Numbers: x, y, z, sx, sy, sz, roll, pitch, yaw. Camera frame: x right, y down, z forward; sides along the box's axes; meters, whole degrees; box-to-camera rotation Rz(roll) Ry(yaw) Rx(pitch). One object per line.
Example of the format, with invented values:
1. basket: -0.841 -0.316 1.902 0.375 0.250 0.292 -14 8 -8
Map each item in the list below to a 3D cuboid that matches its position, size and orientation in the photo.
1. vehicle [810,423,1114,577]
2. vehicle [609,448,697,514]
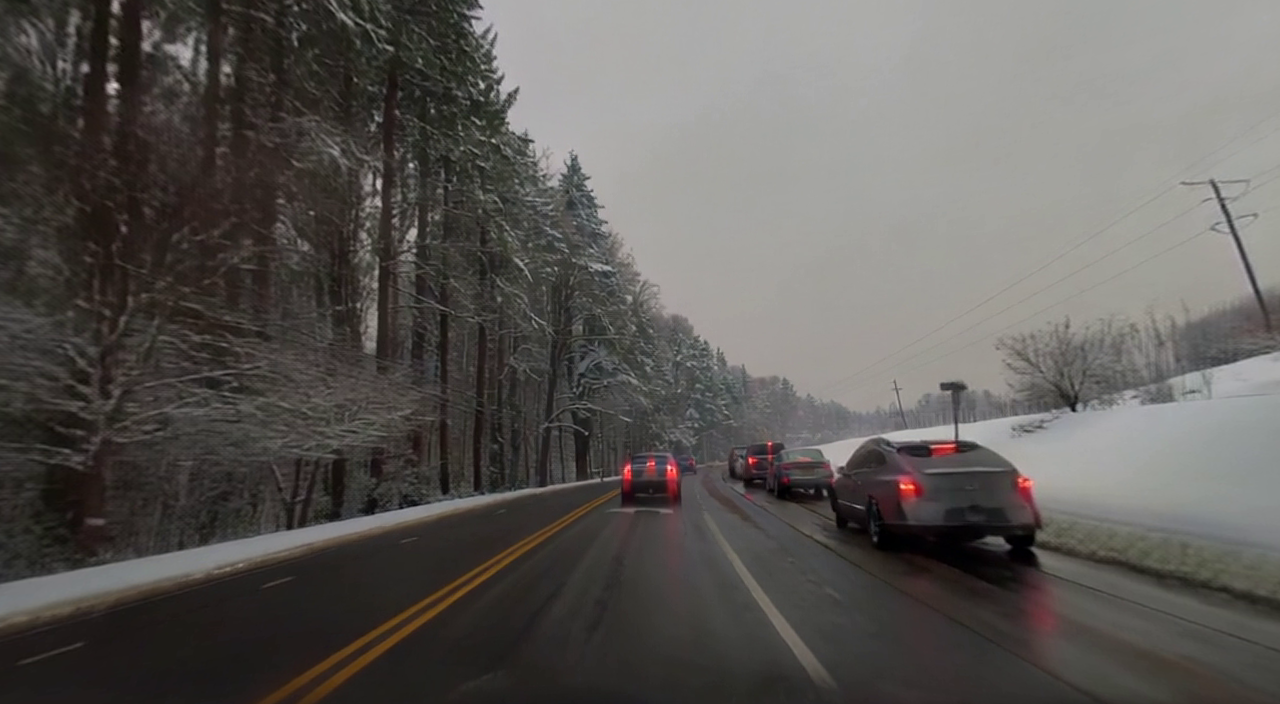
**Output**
1. vehicle: 4.086 1.930 9.129 1.957 1.629 4.609 0 -8 0
2. vehicle: 0.384 3.367 17.031 2.078 1.521 4.058 0 -8 2
